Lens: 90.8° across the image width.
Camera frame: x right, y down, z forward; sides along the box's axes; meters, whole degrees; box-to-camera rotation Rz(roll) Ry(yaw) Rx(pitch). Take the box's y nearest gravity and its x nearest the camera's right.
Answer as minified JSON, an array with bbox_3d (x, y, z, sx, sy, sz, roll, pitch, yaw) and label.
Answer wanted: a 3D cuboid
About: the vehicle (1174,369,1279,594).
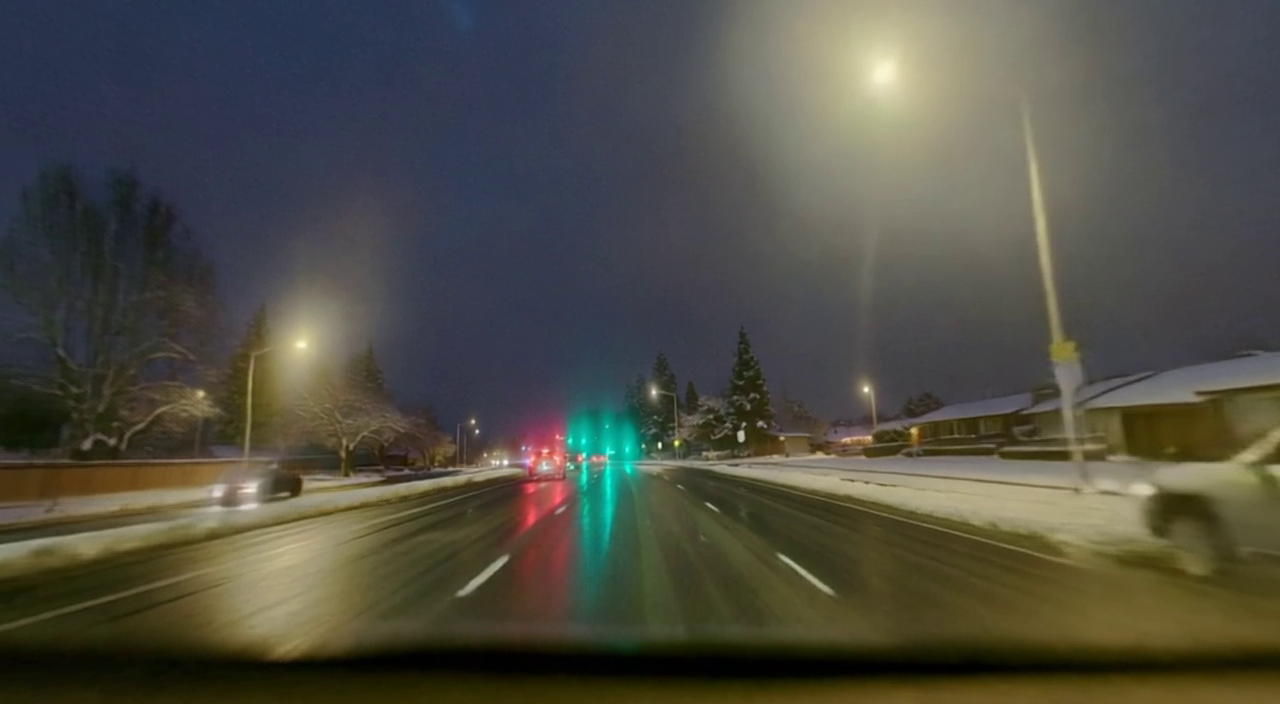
[{"bbox_3d":[6.947,0.862,3.648,2.418,2.004,6.128,0,-9,1],"label":"vehicle"}]

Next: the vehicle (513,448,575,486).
[{"bbox_3d":[-4.060,4.931,27.550,2.108,1.475,4.555,0,-9,-2],"label":"vehicle"}]

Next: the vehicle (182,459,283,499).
[{"bbox_3d":[-19.262,6.008,30.158,2.180,1.539,4.244,-3,-8,-3],"label":"vehicle"}]
